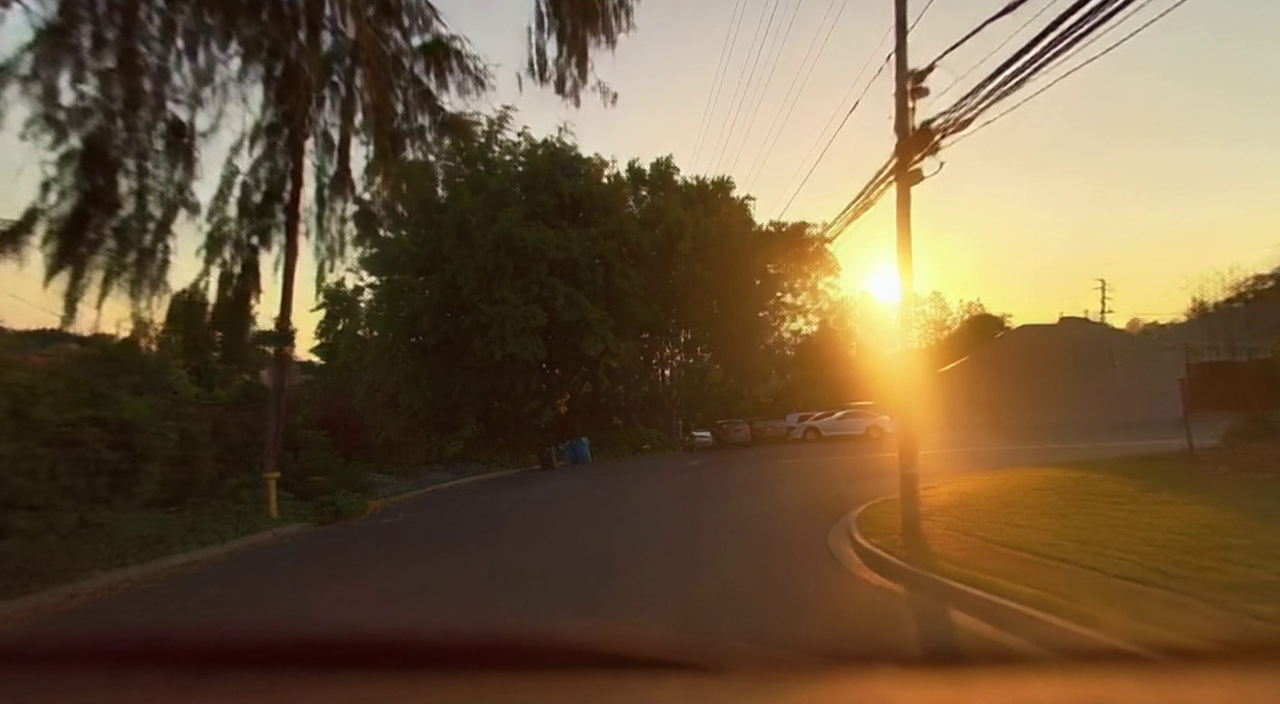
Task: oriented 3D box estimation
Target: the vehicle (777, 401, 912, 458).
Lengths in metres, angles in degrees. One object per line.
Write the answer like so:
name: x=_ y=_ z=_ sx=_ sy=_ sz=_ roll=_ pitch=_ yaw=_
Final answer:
vehicle: x=7.784 y=2.989 z=24.065 sx=4.780 sy=1.984 sz=1.896 roll=4 pitch=-9 yaw=-24
